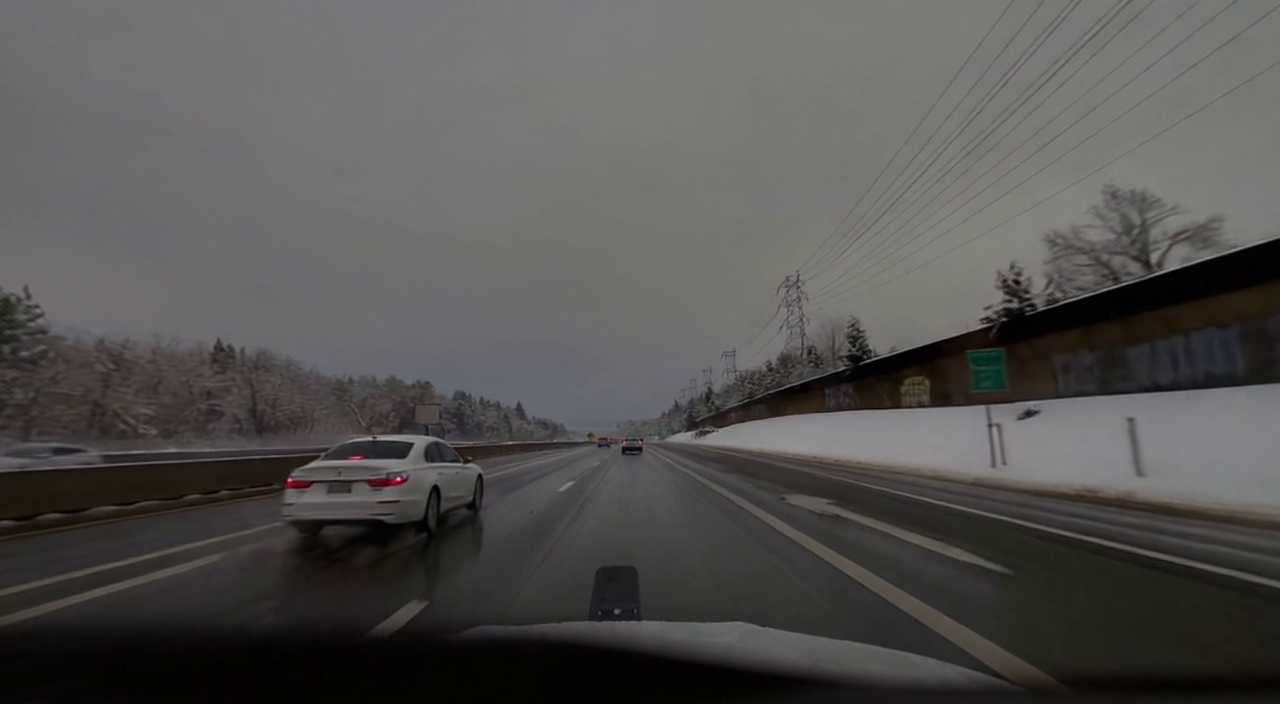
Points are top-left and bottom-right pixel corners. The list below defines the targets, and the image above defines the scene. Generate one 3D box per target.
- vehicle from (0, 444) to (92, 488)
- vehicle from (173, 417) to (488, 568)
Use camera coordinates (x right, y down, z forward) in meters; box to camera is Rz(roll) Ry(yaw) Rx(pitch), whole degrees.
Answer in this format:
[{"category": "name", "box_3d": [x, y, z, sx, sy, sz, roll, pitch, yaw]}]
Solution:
[{"category": "vehicle", "box_3d": [-22.594, 4.093, 22.879, 1.732, 1.431, 4.093, 0, -8, -1]}, {"category": "vehicle", "box_3d": [-3.736, 1.752, 8.888, 2.000, 1.513, 4.901, 0, -8, -1]}]
